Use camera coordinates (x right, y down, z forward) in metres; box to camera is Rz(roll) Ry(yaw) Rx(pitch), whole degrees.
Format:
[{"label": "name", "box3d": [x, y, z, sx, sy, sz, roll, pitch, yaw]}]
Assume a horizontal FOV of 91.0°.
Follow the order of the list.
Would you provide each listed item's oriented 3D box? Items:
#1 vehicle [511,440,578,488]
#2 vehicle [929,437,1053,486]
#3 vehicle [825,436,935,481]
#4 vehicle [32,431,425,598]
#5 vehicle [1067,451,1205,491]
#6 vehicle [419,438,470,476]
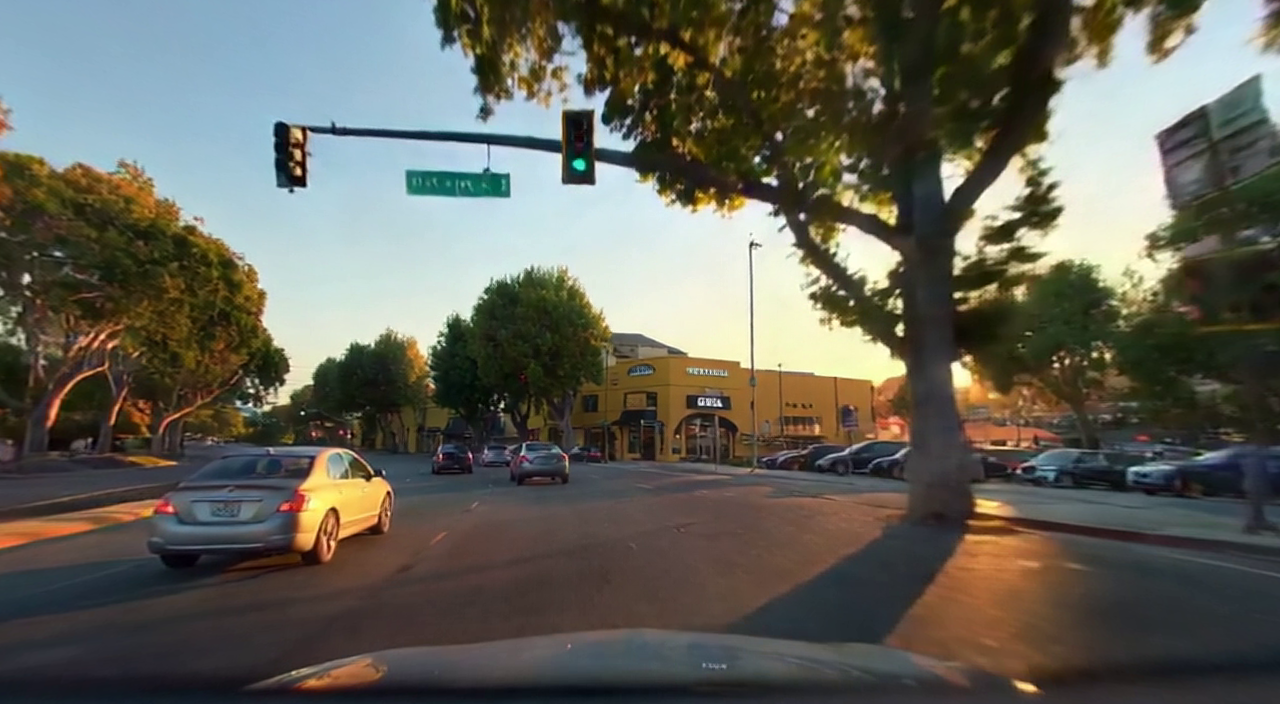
[{"label": "vehicle", "box3d": [-3.417, 3.823, 21.880, 2.001, 1.483, 4.442, 2, -9, -12]}, {"label": "vehicle", "box3d": [11.534, 3.613, 21.032, 1.762, 1.453, 3.976, 0, -8, -2]}, {"label": "vehicle", "box3d": [8.729, 3.913, 23.428, 1.919, 1.489, 4.889, 0, -8, -4]}, {"label": "vehicle", "box3d": [-4.559, 1.831, 8.206, 2.105, 1.477, 4.857, 0, -8, -4]}, {"label": "vehicle", "box3d": [18.527, 4.435, 23.611, 3.800, 1.369, 1.759, 1, -8, -5]}, {"label": "vehicle", "box3d": [-8.883, 4.768, 28.889, 2.042, 1.593, 3.956, 2, -9, -15]}]
